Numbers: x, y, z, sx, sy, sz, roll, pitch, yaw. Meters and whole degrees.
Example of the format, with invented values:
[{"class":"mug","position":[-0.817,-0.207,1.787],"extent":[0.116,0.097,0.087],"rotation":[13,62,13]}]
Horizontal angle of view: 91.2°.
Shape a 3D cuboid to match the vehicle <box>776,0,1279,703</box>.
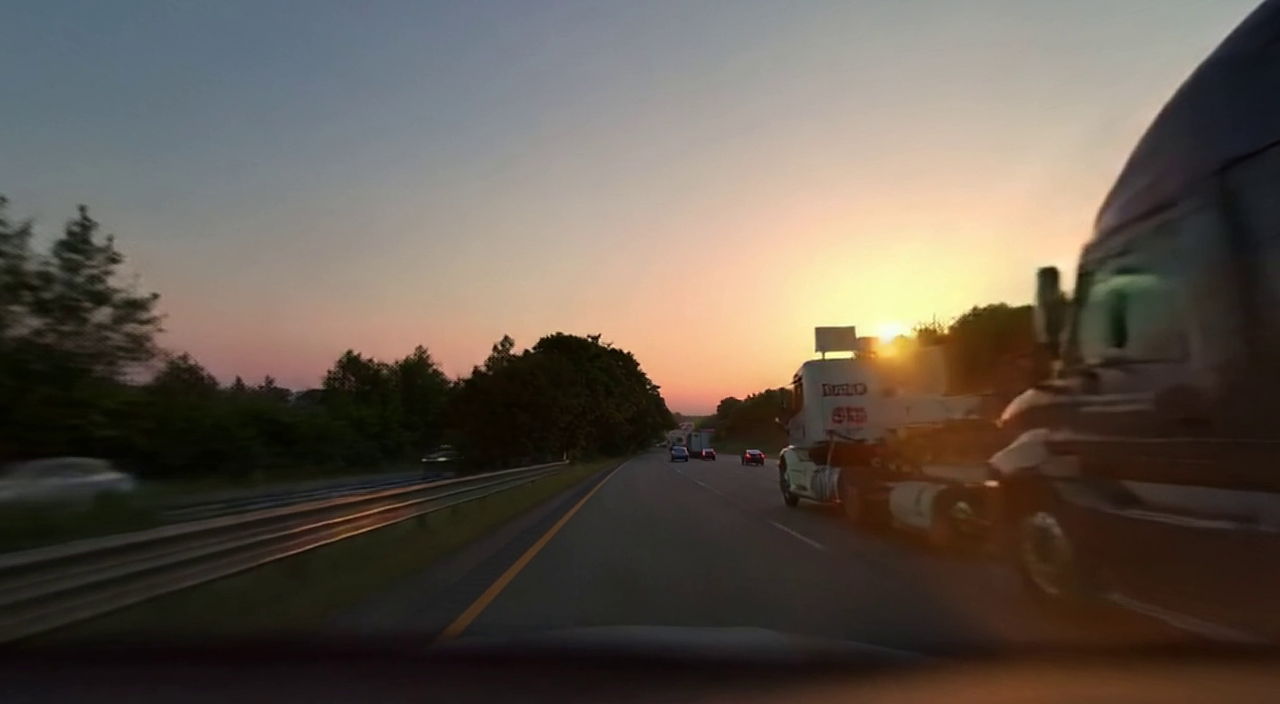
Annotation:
[{"class":"vehicle","position":[4.001,0.221,5.731],"extent":[3.015,3.877,10.370],"rotation":[0,-9,-1]}]
